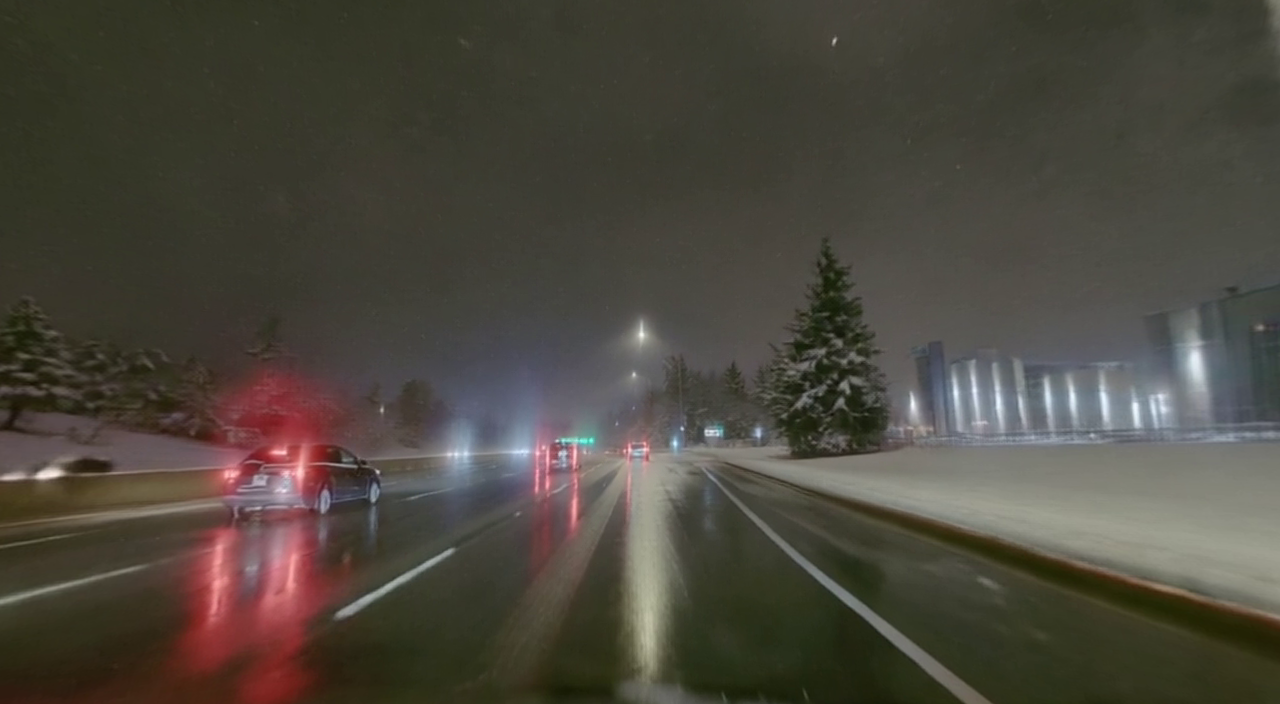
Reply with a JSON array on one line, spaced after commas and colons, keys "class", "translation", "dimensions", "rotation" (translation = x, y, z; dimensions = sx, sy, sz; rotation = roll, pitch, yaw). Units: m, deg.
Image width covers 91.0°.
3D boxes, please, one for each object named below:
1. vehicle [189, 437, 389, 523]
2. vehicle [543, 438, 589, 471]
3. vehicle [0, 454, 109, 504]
[{"class": "vehicle", "translation": [-7.911, 2.887, 14.864], "dimensions": [2.071, 1.661, 4.540], "rotation": [-1, -8, 0]}, {"class": "vehicle", "translation": [-4.220, 5.925, 36.549], "dimensions": [2.158, 1.717, 4.375], "rotation": [-1, -8, 0]}, {"class": "vehicle", "translation": [-24.193, 4.967, 25.030], "dimensions": [1.971, 1.724, 4.694], "rotation": [-1, -8, 1]}]
